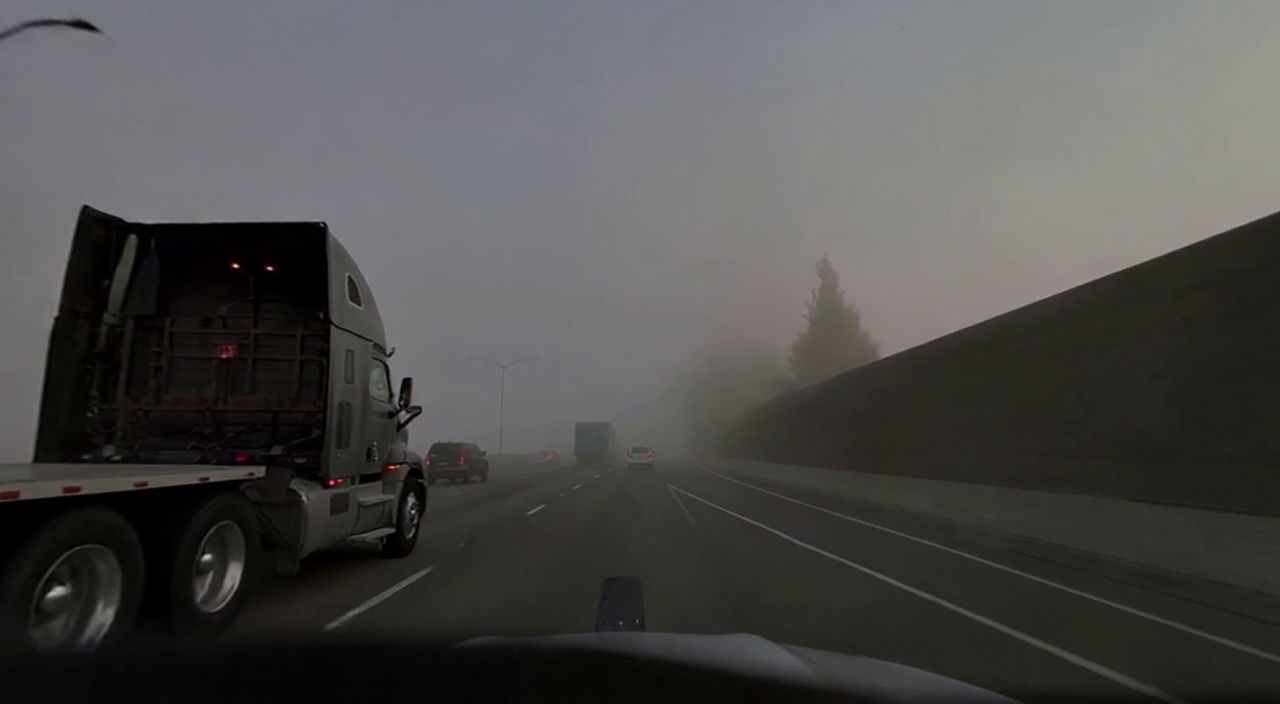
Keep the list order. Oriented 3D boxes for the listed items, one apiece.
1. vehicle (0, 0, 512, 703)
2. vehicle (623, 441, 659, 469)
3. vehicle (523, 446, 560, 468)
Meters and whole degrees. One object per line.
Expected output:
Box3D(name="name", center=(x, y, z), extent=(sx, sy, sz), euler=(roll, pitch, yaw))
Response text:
Box3D(name="vehicle", center=(-3.751, 0.600, 5.878), extent=(3.025, 3.266, 9.256), euler=(0, -9, 1))
Box3D(name="vehicle", center=(0.055, 6.543, 40.059), extent=(2.178, 1.640, 4.071), euler=(0, -9, 0))
Box3D(name="vehicle", center=(-7.039, 7.505, 45.250), extent=(1.962, 1.489, 4.002), euler=(0, -9, 1))
